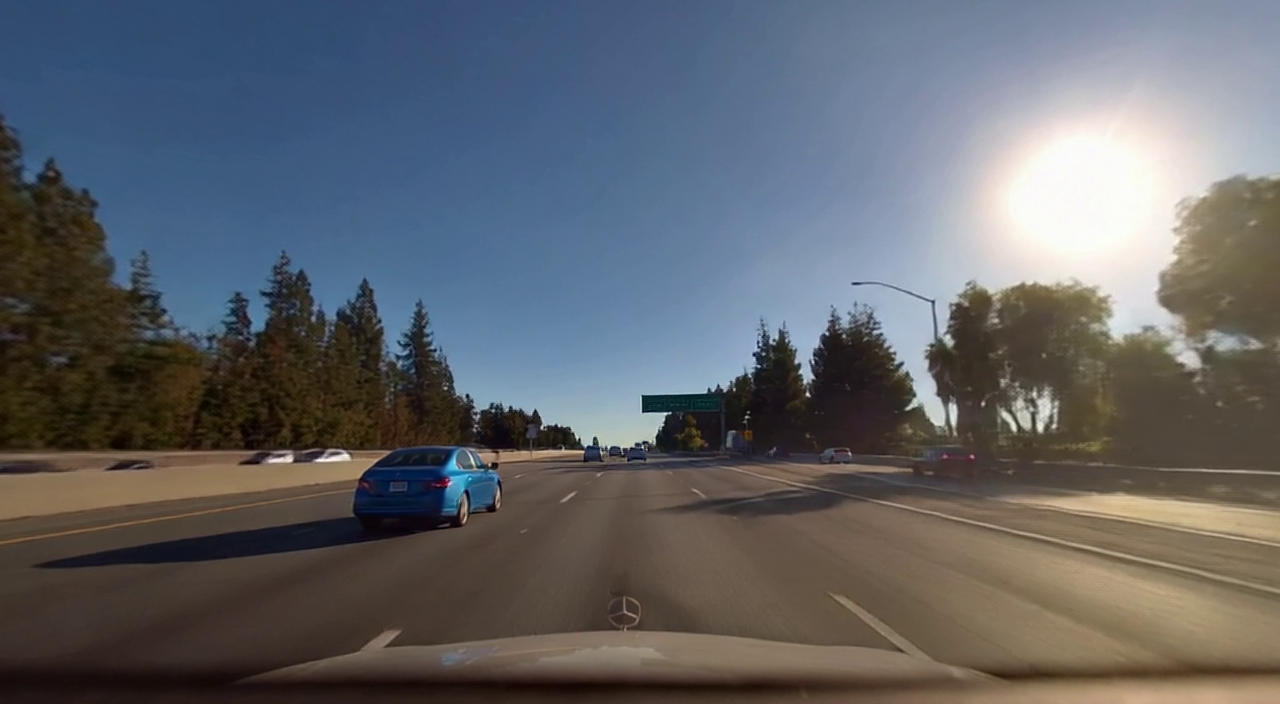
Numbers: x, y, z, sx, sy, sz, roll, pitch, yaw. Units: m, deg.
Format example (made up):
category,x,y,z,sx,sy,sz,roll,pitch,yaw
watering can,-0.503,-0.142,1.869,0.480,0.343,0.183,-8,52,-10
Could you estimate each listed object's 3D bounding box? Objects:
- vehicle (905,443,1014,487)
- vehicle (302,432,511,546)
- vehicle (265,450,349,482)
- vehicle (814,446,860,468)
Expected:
category,x,y,z,sx,sy,sz,roll,pitch,yaw
vehicle,12.266,4.362,24.697,1.940,1.496,4.992,-1,-9,4
vehicle,-3.667,2.226,10.885,2.020,1.554,4.137,0,-9,0
vehicle,-21.119,7.211,40.390,2.343,1.886,5.482,0,-9,0
vehicle,13.797,7.368,44.559,1.873,1.463,4.937,0,-9,2
